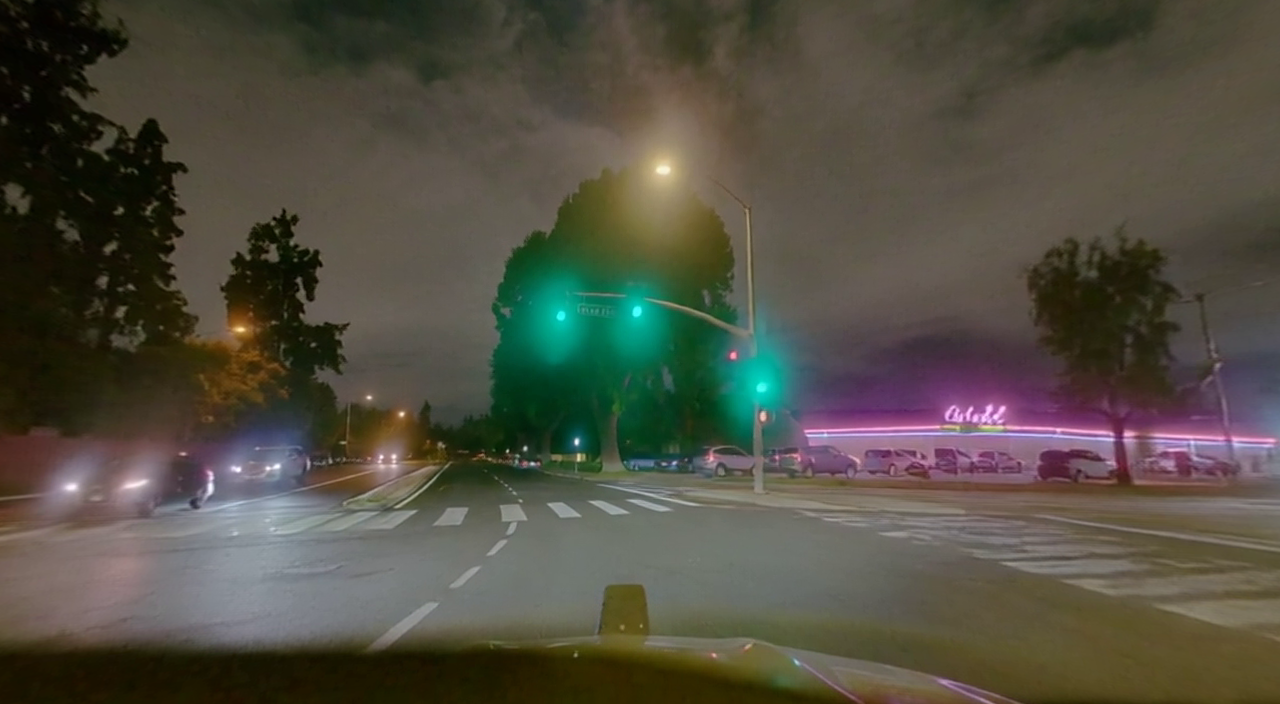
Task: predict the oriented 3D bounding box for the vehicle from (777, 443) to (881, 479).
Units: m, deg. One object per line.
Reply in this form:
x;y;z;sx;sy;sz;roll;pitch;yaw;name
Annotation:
10.154;5.795;33.826;5.314;1.829;2.018;4;-9;-25;vehicle

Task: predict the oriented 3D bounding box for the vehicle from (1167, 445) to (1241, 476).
36.774;6.992;41.041;4.689;1.888;2.114;5;-10;-31;vehicle

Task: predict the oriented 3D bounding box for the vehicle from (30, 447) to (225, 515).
-13.228;3.291;16.745;1.961;1.492;4.702;2;-9;-11;vehicle

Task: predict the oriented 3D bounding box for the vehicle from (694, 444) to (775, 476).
5.647;6.385;37.490;4.669;1.770;1.896;5;-10;-32;vehicle

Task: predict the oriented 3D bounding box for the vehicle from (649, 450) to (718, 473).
2.930;7.334;42.359;4.257;1.474;1.751;3;-9;-22;vehicle

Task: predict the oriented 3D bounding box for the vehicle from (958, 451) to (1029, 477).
21.933;6.916;39.105;4.324;1.437;1.865;5;-10;-31;vehicle

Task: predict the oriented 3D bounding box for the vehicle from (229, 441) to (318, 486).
-16.443;4.998;28.648;2.049;1.817;5.292;2;-9;-14;vehicle

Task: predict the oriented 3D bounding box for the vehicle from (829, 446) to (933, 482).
11.871;5.478;31.119;4.375;1.685;2.045;2;-9;-16;vehicle

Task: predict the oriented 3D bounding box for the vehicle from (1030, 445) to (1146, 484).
20.967;5.232;29.536;4.530;1.696;1.979;3;-9;-17;vehicle
